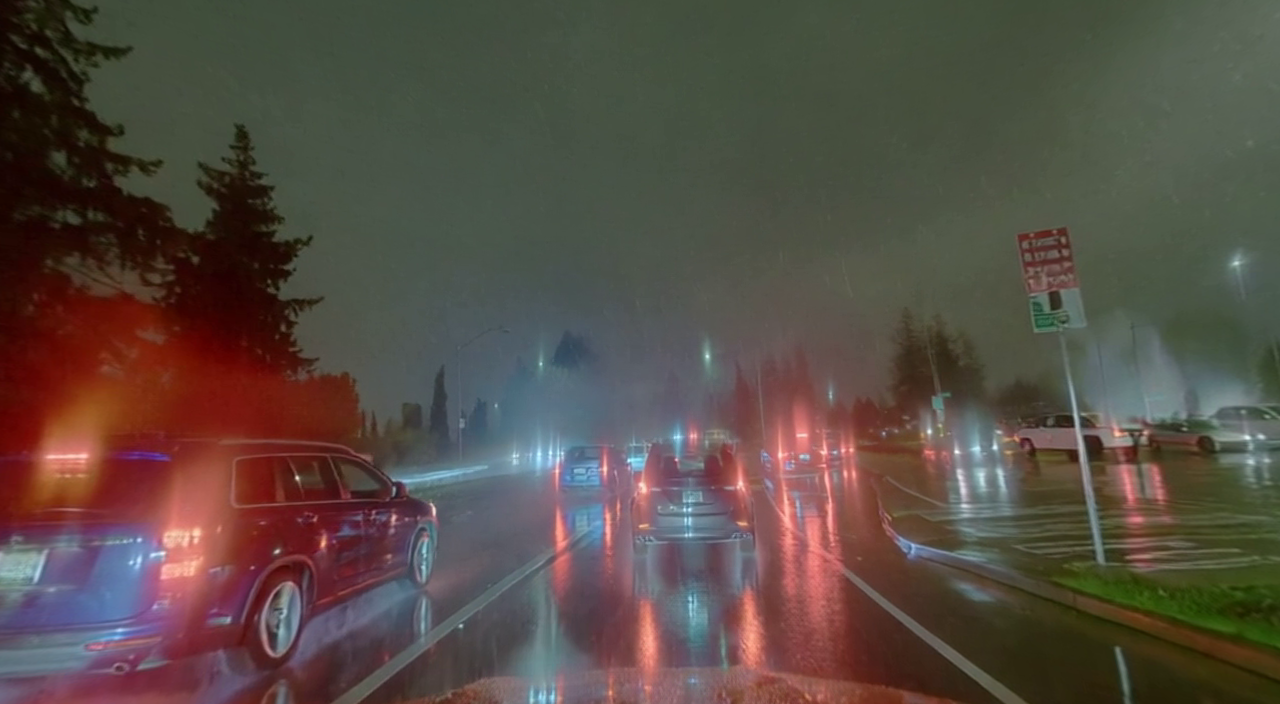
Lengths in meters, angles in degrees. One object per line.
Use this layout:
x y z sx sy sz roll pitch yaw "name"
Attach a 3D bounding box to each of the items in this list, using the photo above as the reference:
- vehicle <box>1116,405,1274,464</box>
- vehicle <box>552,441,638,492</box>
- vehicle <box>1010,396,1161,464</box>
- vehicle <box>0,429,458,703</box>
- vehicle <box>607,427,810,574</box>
17.247 2.627 19.876 1.803 1.518 3.893 -7 -9 10 "vehicle"
-1.361 3.773 21.087 1.870 1.490 4.187 -2 -9 10 "vehicle"
14.215 2.615 20.511 2.288 1.933 4.612 -2 -9 13 "vehicle"
-3.199 1.457 5.186 1.940 1.502 4.241 -1 -9 3 "vehicle"
0.883 1.891 8.823 2.142 1.528 4.133 -1 -9 5 "vehicle"
